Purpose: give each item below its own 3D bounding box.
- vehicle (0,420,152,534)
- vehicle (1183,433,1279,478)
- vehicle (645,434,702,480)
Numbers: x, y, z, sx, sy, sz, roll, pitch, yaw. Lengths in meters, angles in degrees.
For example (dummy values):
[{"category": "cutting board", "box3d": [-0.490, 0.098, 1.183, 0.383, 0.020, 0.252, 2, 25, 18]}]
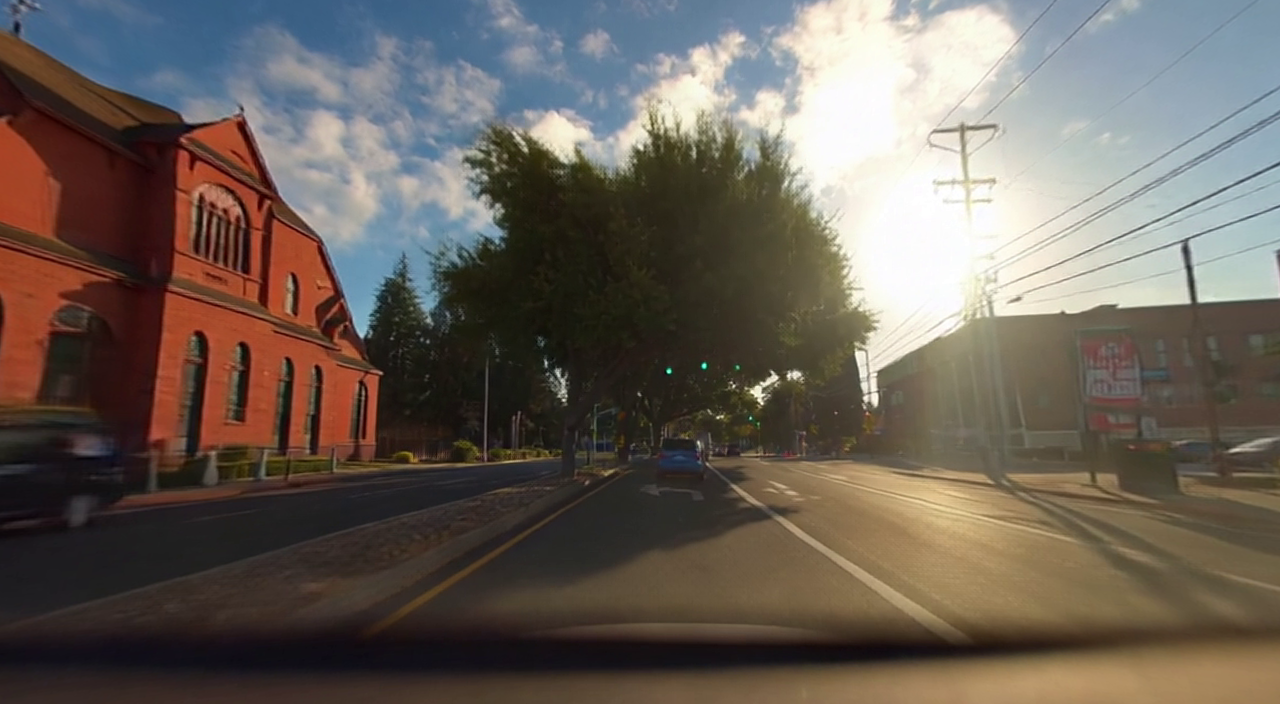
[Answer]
[{"category": "vehicle", "box3d": [-11.580, 2.094, 10.636, 2.159, 1.850, 4.944, -2, -9, 12]}, {"category": "vehicle", "box3d": [25.485, 4.229, 26.093, 4.510, 1.733, 2.066, 1, -9, -10]}, {"category": "vehicle", "box3d": [1.372, 4.079, 24.768, 2.032, 1.621, 4.082, -1, -9, 4]}]
